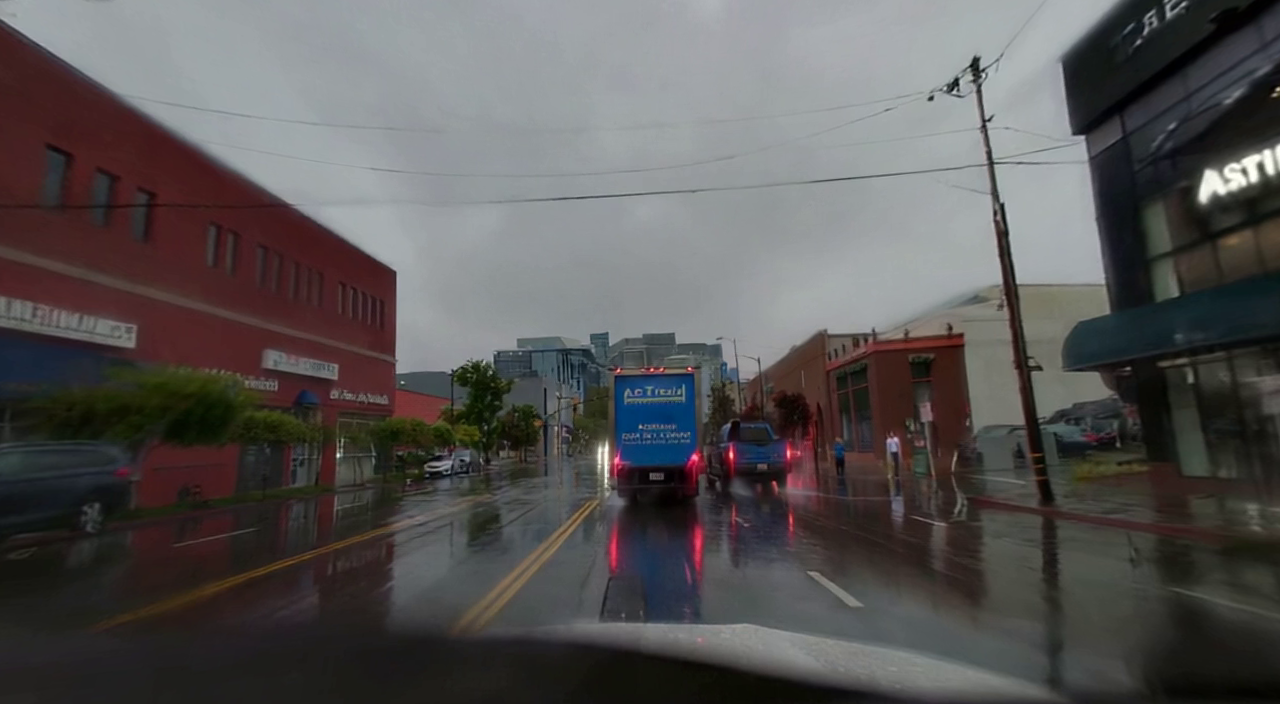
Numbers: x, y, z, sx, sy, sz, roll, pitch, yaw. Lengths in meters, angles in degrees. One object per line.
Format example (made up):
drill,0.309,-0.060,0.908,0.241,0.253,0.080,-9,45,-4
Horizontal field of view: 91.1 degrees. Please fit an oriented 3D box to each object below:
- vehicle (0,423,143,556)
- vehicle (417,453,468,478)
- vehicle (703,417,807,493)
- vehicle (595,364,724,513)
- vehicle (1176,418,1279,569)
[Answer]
vehicle,-13.030,2.613,12.041,2.404,2.420,5.460,0,-9,1
vehicle,-13.129,7.548,41.963,1.901,1.508,4.405,0,-8,1
vehicle,3.441,3.236,20.029,2.346,2.062,5.236,0,-8,0
vehicle,0.285,2.145,15.531,2.517,2.926,6.177,0,-9,-2
vehicle,9.560,1.620,7.315,4.463,1.677,2.003,-3,-9,16
